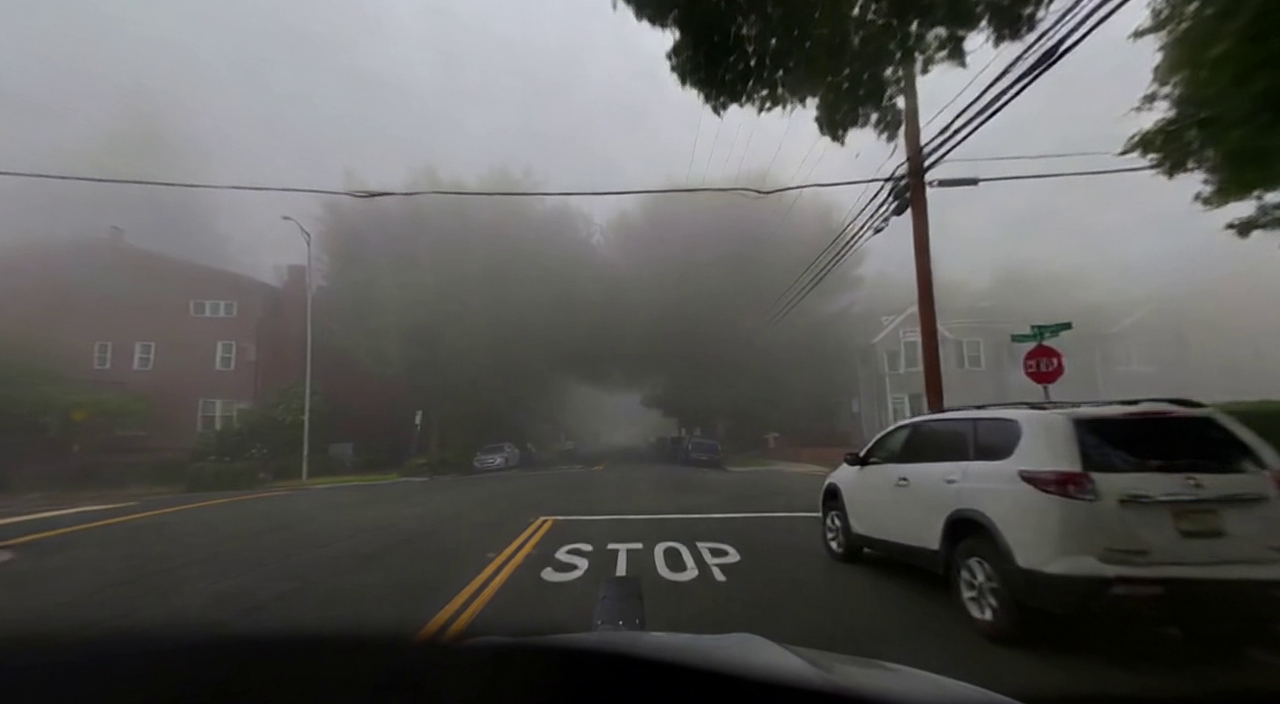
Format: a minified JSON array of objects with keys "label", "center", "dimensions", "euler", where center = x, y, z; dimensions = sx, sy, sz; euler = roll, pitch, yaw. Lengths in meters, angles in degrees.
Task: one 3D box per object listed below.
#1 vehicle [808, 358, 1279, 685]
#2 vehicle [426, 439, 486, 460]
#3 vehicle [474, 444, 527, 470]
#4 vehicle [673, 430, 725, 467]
[{"label":"vehicle","center":[3.164,1.197,5.577],"dimensions":[2.035,1.708,4.355],"euler":[0,-8,-2]},{"label":"vehicle","center":[-13.602,7.225,46.889],"dimensions":[3.905,1.480,1.892],"euler":[0,-8,-1]},{"label":"vehicle","center":[-7.366,5.556,33.627],"dimensions":[1.926,1.307,3.909],"euler":[0,-8,0]},{"label":"vehicle","center":[2.944,4.940,32.448],"dimensions":[2.114,1.708,4.474],"euler":[0,-8,-1]}]
